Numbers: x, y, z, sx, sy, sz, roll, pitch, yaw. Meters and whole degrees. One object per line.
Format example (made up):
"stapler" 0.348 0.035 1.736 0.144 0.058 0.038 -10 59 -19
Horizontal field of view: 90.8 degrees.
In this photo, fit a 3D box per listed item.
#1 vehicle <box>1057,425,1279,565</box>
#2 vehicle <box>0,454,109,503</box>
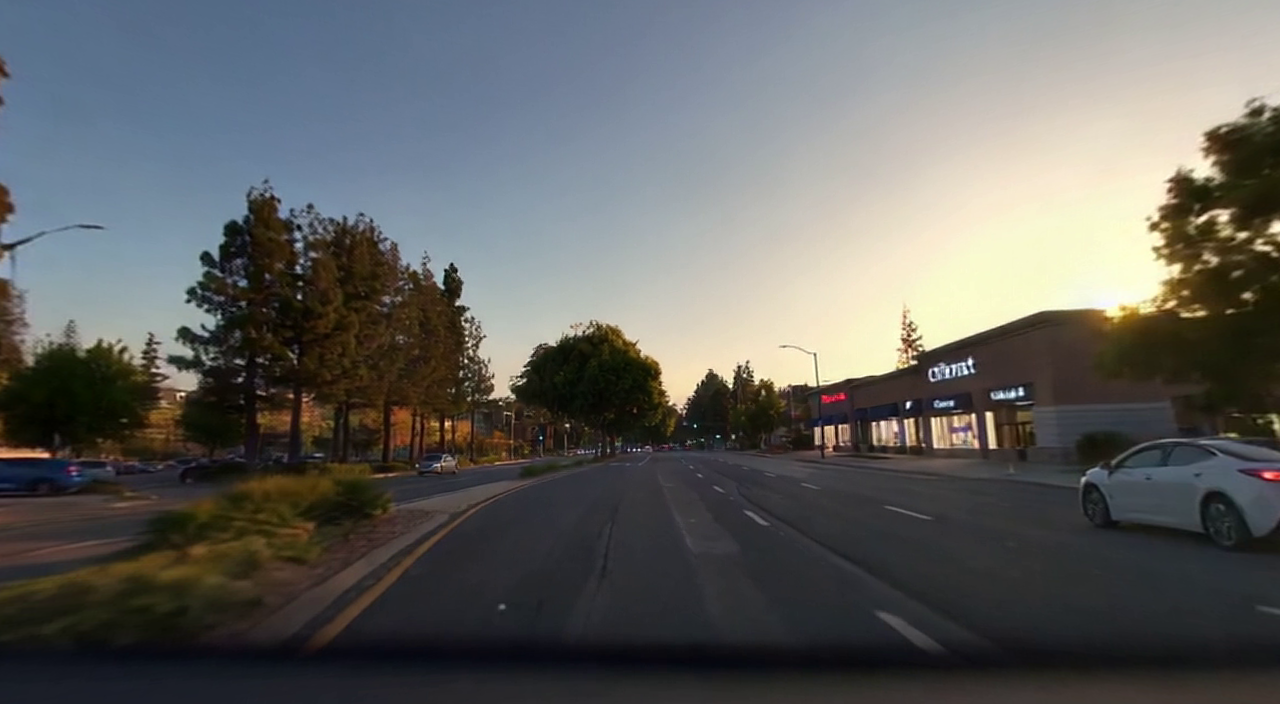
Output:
"vehicle" 7.750 1.721 8.105 1.936 1.460 4.258 0 -8 1
"vehicle" -26.808 5.391 27.153 5.702 1.985 2.175 7 -12 -33
